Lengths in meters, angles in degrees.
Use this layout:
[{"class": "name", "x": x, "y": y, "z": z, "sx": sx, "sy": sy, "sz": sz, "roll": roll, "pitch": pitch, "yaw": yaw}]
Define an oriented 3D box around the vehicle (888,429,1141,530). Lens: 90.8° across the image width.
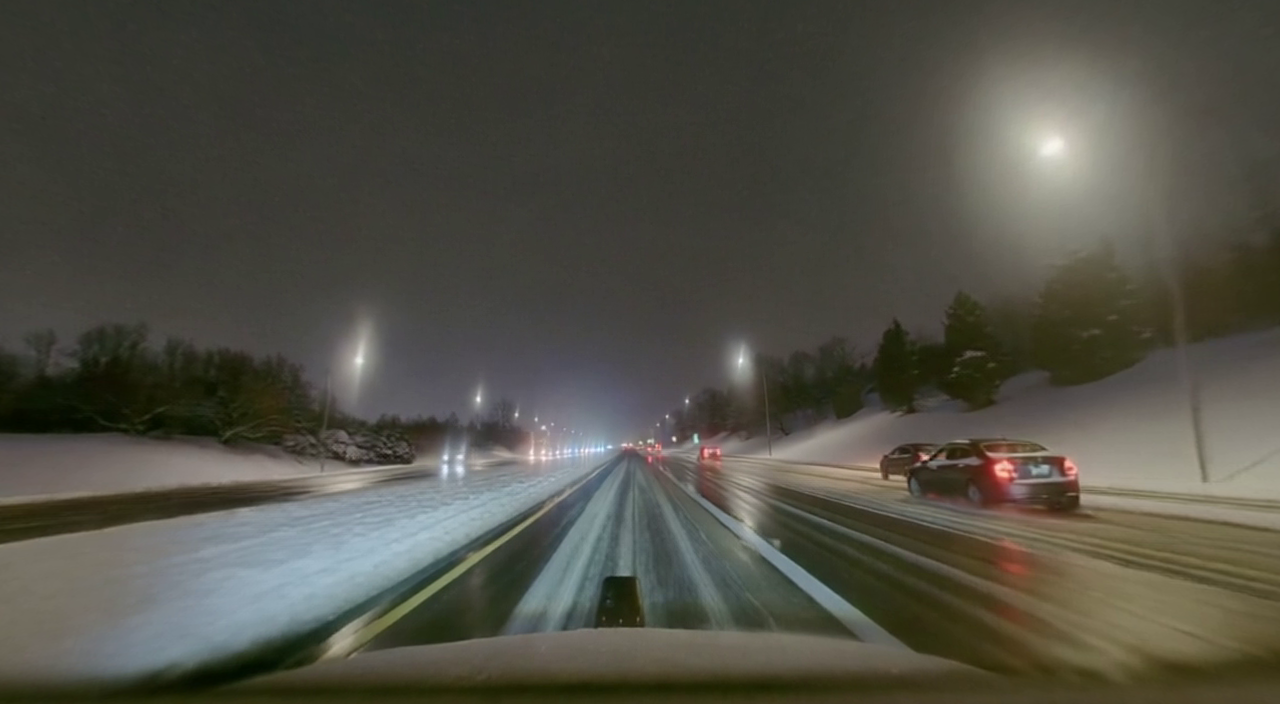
[{"class": "vehicle", "x": 6.777, "y": 2.344, "z": 12.243, "sx": 1.901, "sy": 1.548, "sz": 4.684, "roll": 0, "pitch": -9, "yaw": -2}]
